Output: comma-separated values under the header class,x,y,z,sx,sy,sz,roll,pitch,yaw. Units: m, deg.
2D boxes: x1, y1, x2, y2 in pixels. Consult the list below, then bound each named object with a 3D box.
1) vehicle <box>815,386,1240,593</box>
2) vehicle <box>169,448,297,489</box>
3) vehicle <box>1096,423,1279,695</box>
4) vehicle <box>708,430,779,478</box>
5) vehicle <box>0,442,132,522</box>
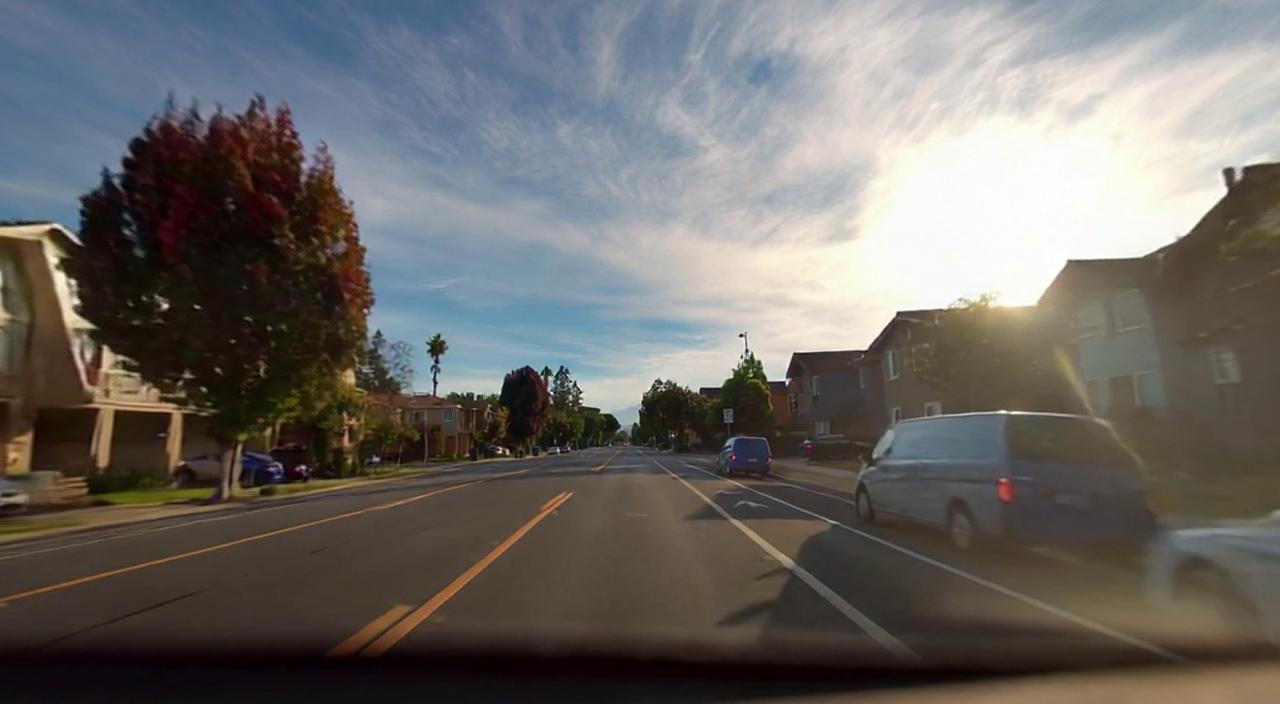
class,x,y,z,sx,sy,sz,roll,pitch,yaw
vehicle,4.531,1.741,9.027,2.254,1.968,5.838,0,-8,-1
vehicle,-18.471,5.276,28.856,4.397,1.768,1.956,1,-8,-4
vehicle,4.542,1.004,2.512,1.923,1.493,4.628,0,-8,-1
vehicle,4.339,4.363,27.248,2.052,1.859,4.778,1,-8,-3
vehicle,-17.774,3.493,17.345,5.645,1.996,2.259,0,-8,0
